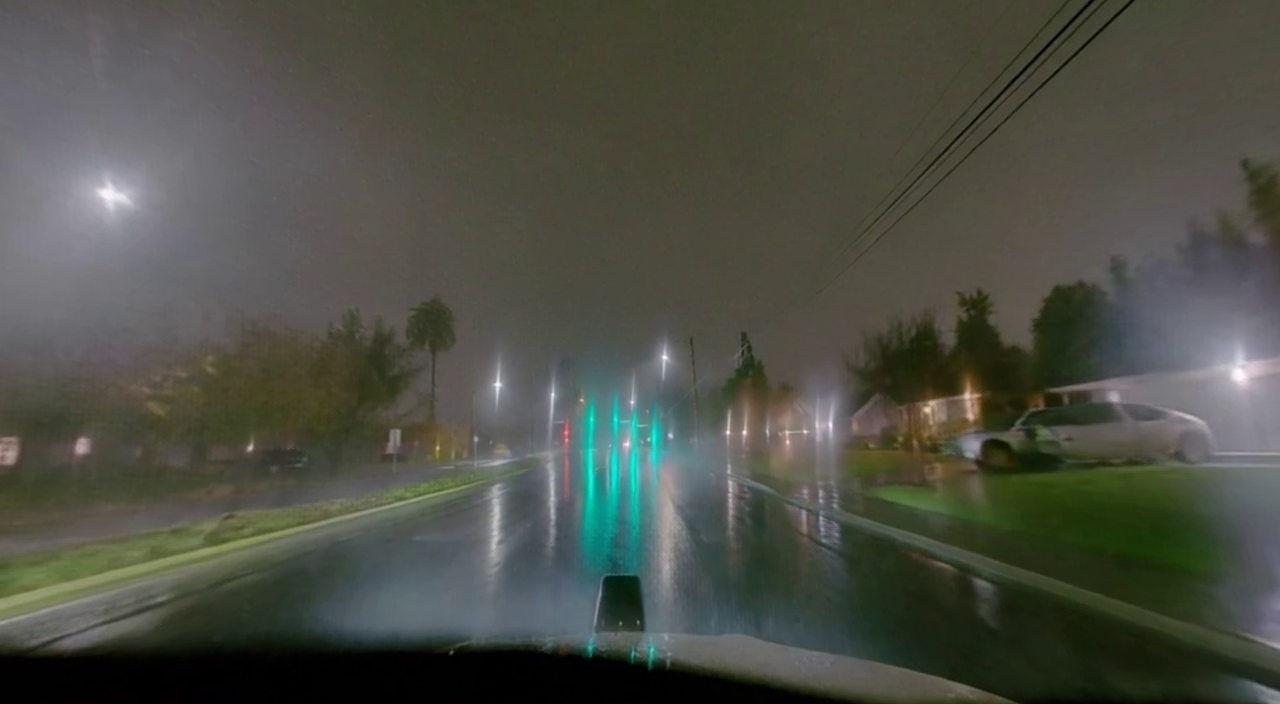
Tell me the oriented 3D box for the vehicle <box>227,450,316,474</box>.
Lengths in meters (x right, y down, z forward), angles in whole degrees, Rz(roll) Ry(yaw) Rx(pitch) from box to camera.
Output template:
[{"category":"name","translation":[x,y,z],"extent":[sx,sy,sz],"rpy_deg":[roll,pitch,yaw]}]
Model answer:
[{"category":"vehicle","translation":[-24.088,7.189,41.442],"extent":[4.595,1.491,1.902],"rpy_deg":[0,-8,-1]}]

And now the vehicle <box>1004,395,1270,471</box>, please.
[{"category":"vehicle","translation":[11.707,1.970,15.210],"extent":[4.545,1.680,2.001],"rpy_deg":[-1,-8,4]}]

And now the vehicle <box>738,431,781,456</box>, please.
[{"category":"vehicle","translation":[9.109,7.032,48.600],"extent":[1.971,1.641,5.191],"rpy_deg":[-4,-8,-3]}]
